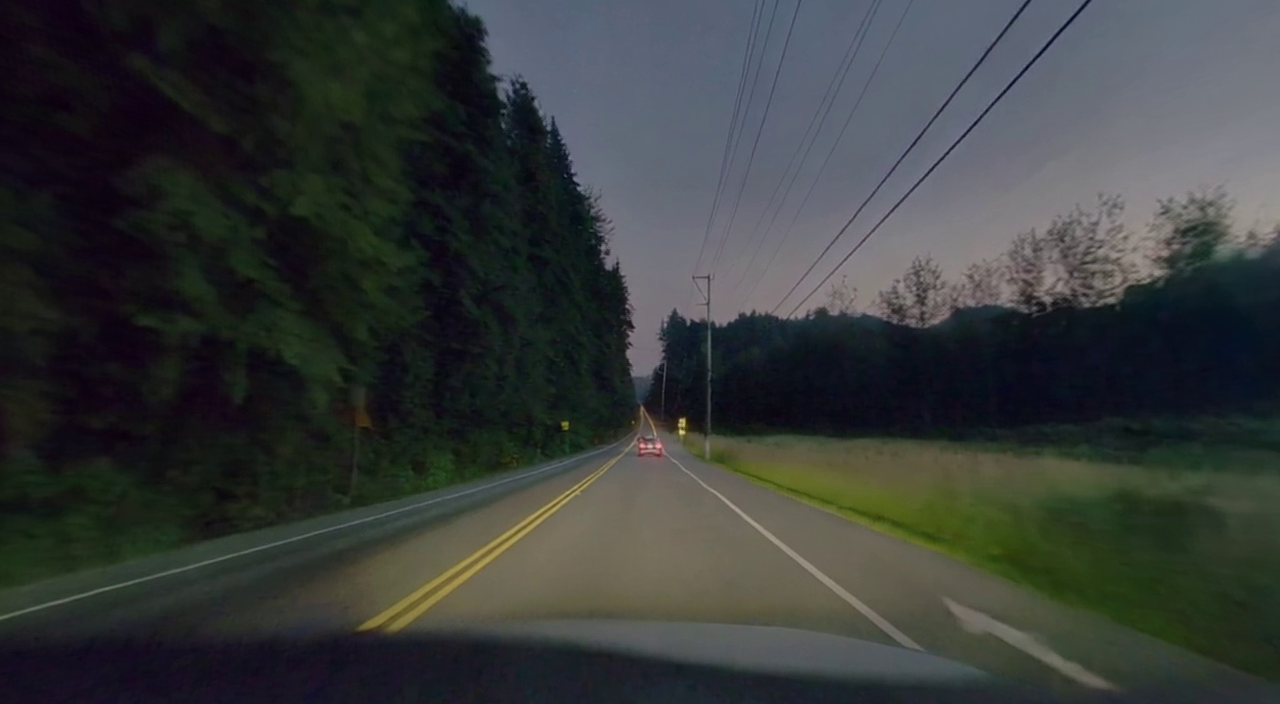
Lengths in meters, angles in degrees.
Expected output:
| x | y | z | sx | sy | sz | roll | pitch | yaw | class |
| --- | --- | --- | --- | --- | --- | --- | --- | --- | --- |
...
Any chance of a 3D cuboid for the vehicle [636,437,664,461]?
| x | y | z | sx | sy | sz | roll | pitch | yaw | class |
| --- | --- | --- | --- | --- | --- | --- | --- | --- | --- |
| 0.823 | 7.619 | 49.688 | 2.083 | 1.767 | 4.448 | 0 | -9 | 2 | vehicle |
